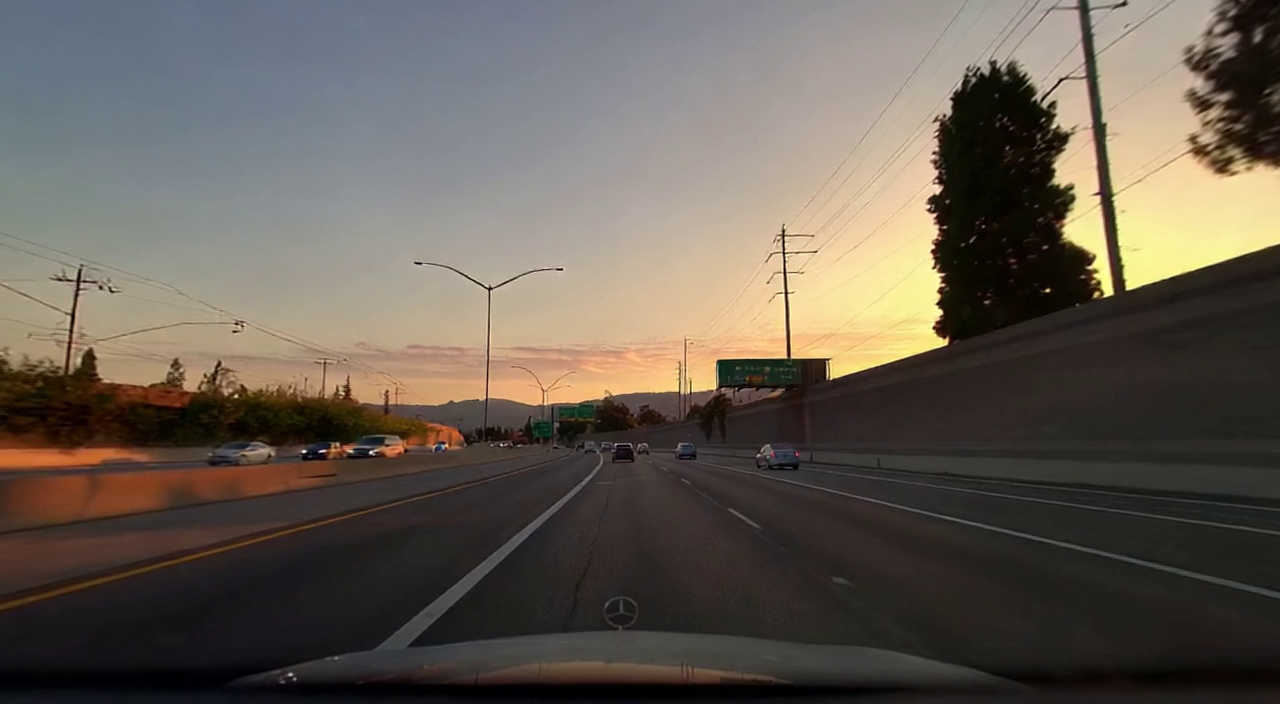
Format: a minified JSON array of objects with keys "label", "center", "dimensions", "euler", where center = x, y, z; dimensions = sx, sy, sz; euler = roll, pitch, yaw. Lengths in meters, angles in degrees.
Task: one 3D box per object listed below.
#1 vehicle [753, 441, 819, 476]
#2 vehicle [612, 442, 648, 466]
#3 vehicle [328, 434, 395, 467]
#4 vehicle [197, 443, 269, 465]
[{"label":"vehicle","center":[6.630,4.868,29.204],"dimensions":[1.876,1.451,4.154],"euler":[0,-8,-3]},{"label":"vehicle","center":[-0.721,6.518,40.569],"dimensions":[2.109,1.489,4.027],"euler":[0,-8,-4]},{"label":"vehicle","center":[-17.039,6.049,38.990],"dimensions":[2.151,1.858,4.785],"euler":[0,-8,-3]},{"label":"vehicle","center":[-29.228,7.321,45.665],"dimensions":[2.054,1.504,4.830],"euler":[0,-8,-1]}]
